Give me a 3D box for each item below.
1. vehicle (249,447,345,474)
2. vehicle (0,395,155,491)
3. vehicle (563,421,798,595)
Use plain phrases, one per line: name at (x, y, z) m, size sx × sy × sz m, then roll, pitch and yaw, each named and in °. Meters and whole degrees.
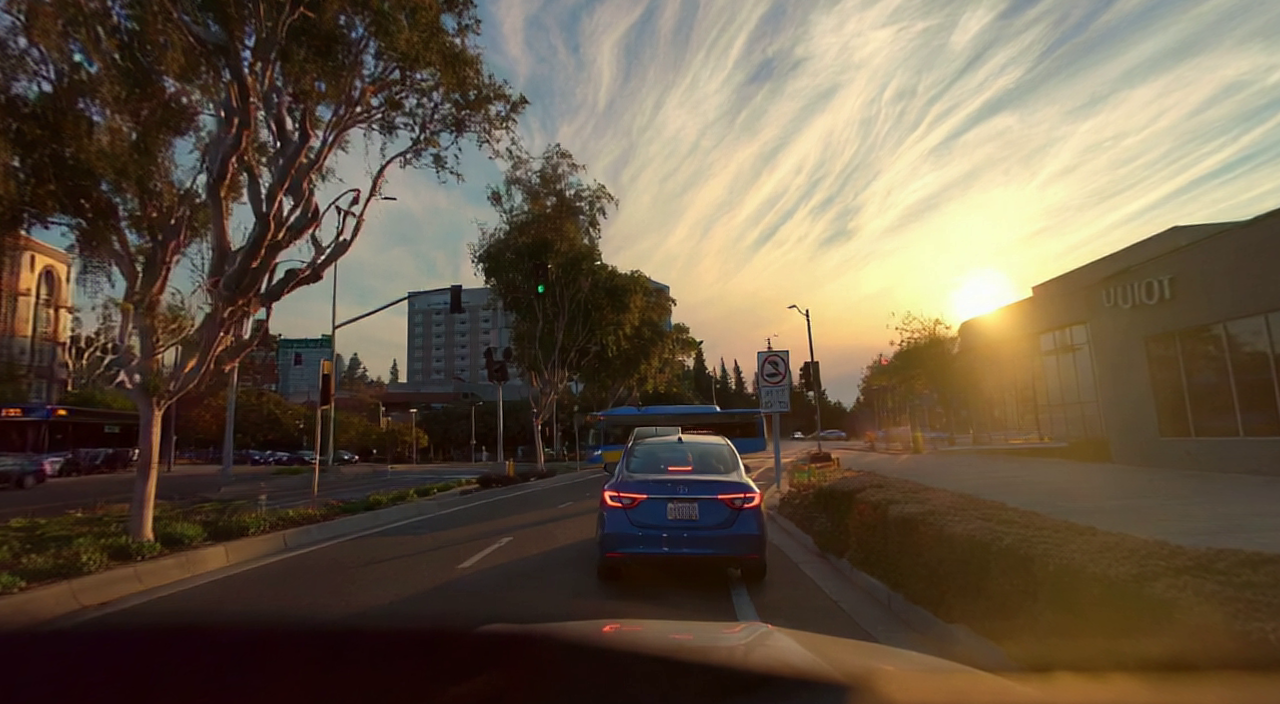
vehicle at (-20.289, 6.387, 37.605) m, size 1.883 × 1.461 × 4.830 m, roll -4°, pitch -9°, yaw 23°
vehicle at (-25.931, 3.653, 25.337) m, size 2.692 × 3.685 × 10.153 m, roll -3°, pitch -9°, yaw 20°
vehicle at (0.383, 1.625, 7.386) m, size 2.006 × 1.470 × 3.799 m, roll 0°, pitch -8°, yaw 1°
